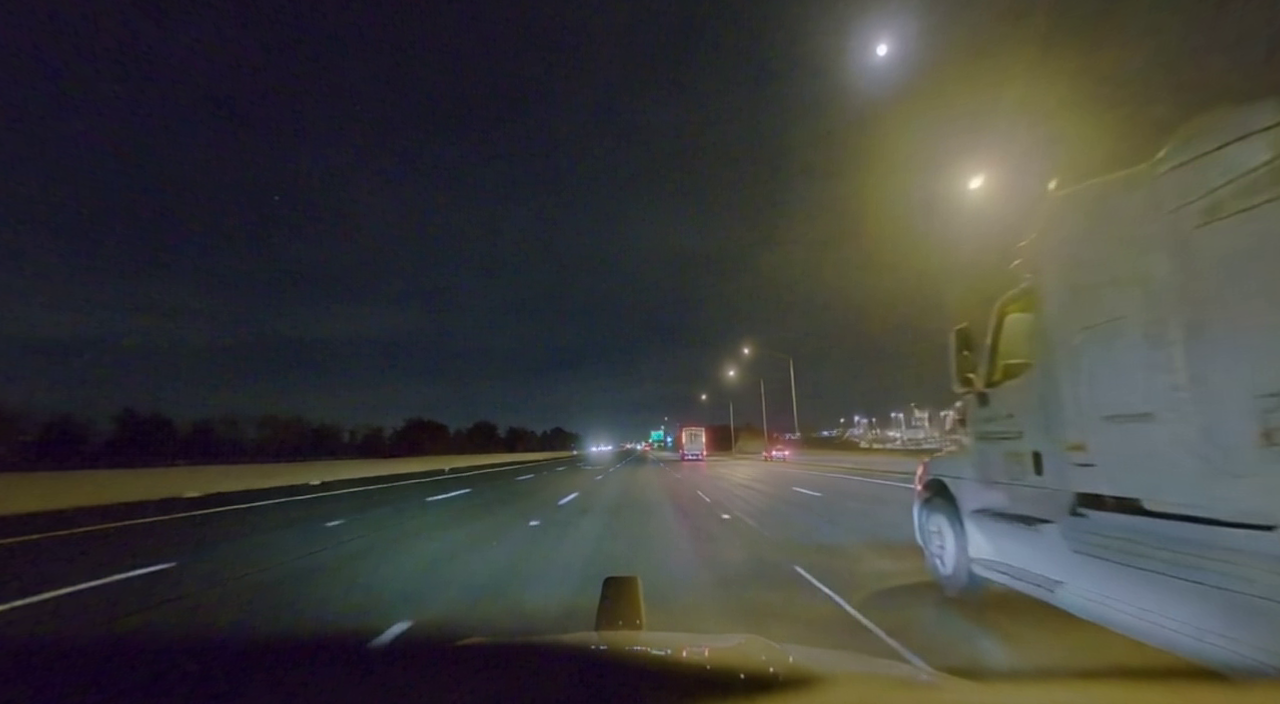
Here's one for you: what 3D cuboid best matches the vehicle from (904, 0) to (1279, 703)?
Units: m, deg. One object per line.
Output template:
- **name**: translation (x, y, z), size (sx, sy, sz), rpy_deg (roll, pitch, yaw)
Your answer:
- **vehicle**: translation (3.457, -0.530, 0.457), size (2.998, 3.820, 8.356), rpy_deg (0, -9, 1)
